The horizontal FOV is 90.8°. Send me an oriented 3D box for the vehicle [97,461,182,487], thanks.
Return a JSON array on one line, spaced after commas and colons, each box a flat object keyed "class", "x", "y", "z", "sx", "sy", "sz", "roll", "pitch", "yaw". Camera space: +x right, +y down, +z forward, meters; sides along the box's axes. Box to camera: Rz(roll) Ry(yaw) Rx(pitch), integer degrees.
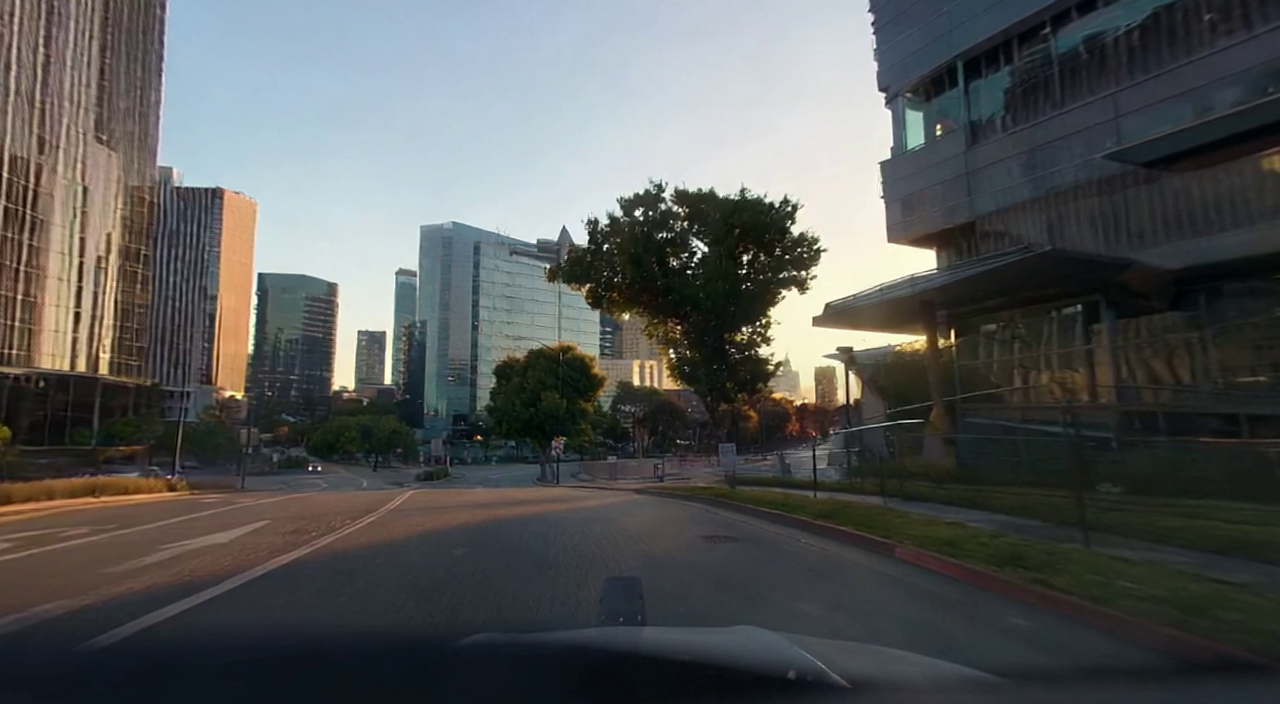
[{"class": "vehicle", "x": -36.442, "y": 8.901, "z": 46.094, "sx": 4.473, "sy": 1.778, "sz": 2.125, "roll": -1, "pitch": -8, "yaw": 4}]
